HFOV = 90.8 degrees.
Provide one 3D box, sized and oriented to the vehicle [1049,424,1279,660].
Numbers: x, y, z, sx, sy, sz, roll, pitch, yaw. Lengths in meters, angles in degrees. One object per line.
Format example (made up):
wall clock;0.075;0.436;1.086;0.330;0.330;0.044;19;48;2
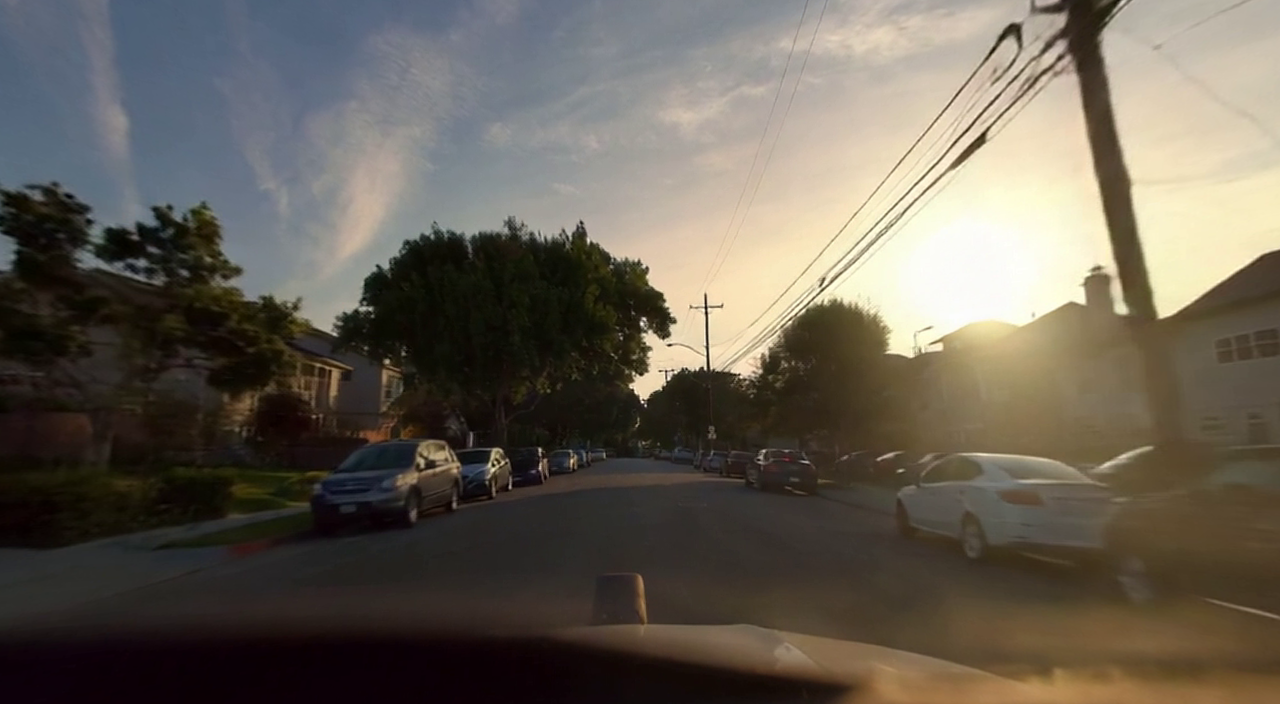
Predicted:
vehicle;5.345;1.246;4.038;2.063;1.573;4.900;0;-8;-2

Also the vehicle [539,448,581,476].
vehicle;-4.551;6.307;36.530;1.973;1.454;4.559;0;-8;-1

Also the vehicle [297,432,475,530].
vehicle;-4.701;2.461;12.432;1.983;1.579;3.879;0;-10;-2

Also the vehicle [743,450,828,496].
vehicle;5.085;4.260;22.618;1.847;1.448;4.162;1;-9;-3

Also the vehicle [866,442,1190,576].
vehicle;5.309;2.172;9.625;2.007;1.512;4.524;0;-9;-1

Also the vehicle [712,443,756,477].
vehicle;5.446;6.316;37.144;1.959;1.828;4.175;0;-9;1
